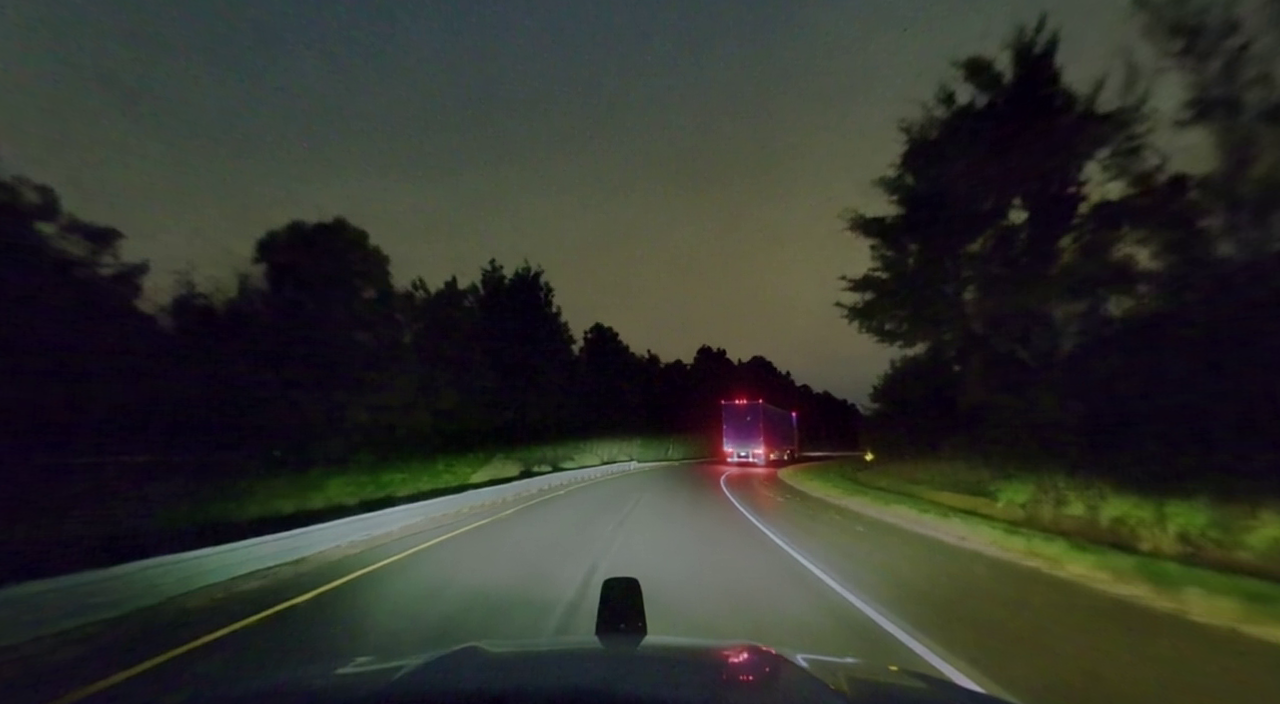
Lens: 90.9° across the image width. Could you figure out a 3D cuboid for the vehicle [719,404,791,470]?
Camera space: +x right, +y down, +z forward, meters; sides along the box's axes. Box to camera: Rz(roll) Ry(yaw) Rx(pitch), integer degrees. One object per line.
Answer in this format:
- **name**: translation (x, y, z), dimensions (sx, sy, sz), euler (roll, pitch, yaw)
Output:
- **vehicle**: translation (8.994, 6.538, 47.520), dimensions (3.087, 4.178, 13.682), euler (-3, -9, 19)
